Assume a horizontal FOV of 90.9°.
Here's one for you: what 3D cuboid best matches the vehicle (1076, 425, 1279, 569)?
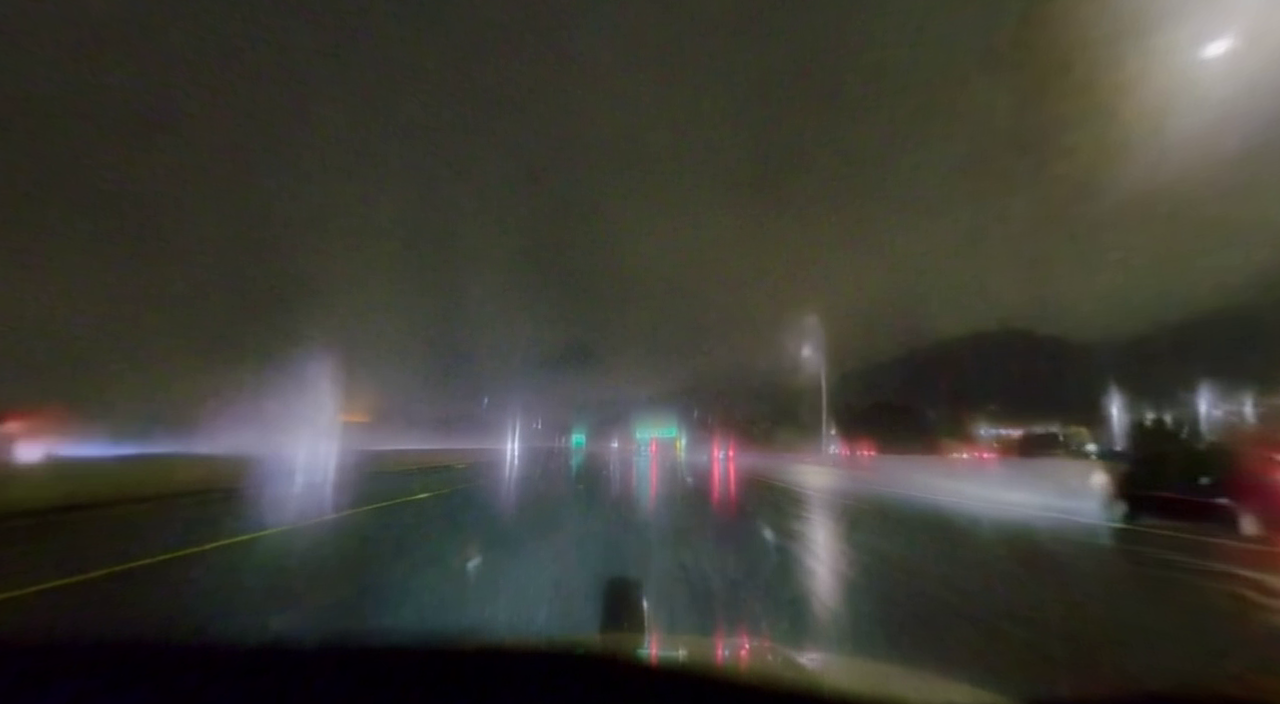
[{"bbox_3d":[7.838,1.654,7.423,2.031,1.524,4.657,0,-8,0],"label":"vehicle"}]

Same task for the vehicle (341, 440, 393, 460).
[{"bbox_3d":[-21.523,7.724,49.915,1.936,1.478,4.875,0,-8,1],"label":"vehicle"}]
